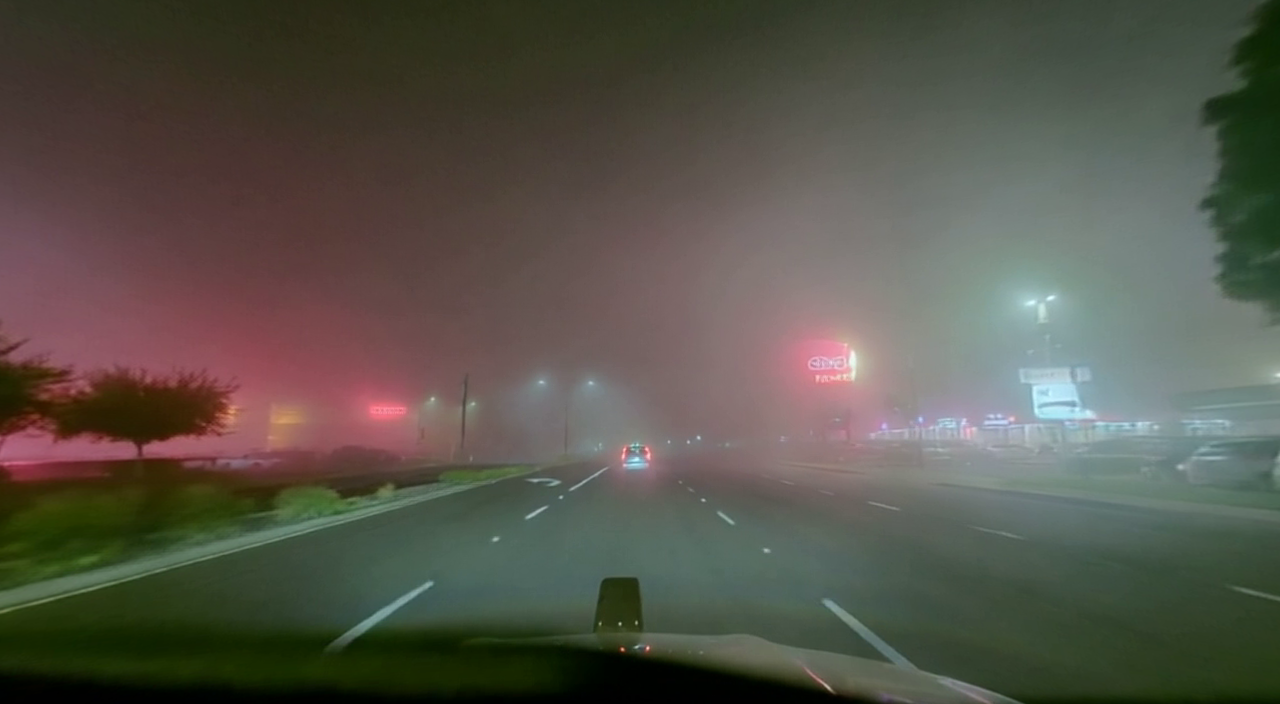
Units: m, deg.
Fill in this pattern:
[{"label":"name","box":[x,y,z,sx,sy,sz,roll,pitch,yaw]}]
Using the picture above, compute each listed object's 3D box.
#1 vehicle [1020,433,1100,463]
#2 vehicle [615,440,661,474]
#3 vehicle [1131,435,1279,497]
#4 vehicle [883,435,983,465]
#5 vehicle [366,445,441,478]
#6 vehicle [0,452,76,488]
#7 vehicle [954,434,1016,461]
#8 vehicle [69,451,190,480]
[{"label":"vehicle","box":[28.006,6.462,42.212,1.991,1.877,5.024,0,-9,1]},{"label":"vehicle","box":[-0.121,4.854,29.161,1.998,1.452,3.773,0,-9,-1]},{"label":"vehicle","box":[16.289,3.034,17.087,1.949,1.458,4.865,0,-9,0]},{"label":"vehicle","box":[17.905,6.007,38.680,5.083,1.778,2.063,0,-9,0]},{"label":"vehicle","box":[-11.924,5.551,32.120,2.041,1.553,4.433,0,-9,1]},{"label":"vehicle","box":[-27.737,5.083,27.314,4.563,1.480,1.946,0,-9,0]},{"label":"vehicle","box":[26.678,7.460,48.893,2.046,1.893,5.097,-3,-9,2]},{"label":"vehicle","box":[-26.924,5.995,33.330,4.660,1.446,1.870,1,-9,-3]}]
